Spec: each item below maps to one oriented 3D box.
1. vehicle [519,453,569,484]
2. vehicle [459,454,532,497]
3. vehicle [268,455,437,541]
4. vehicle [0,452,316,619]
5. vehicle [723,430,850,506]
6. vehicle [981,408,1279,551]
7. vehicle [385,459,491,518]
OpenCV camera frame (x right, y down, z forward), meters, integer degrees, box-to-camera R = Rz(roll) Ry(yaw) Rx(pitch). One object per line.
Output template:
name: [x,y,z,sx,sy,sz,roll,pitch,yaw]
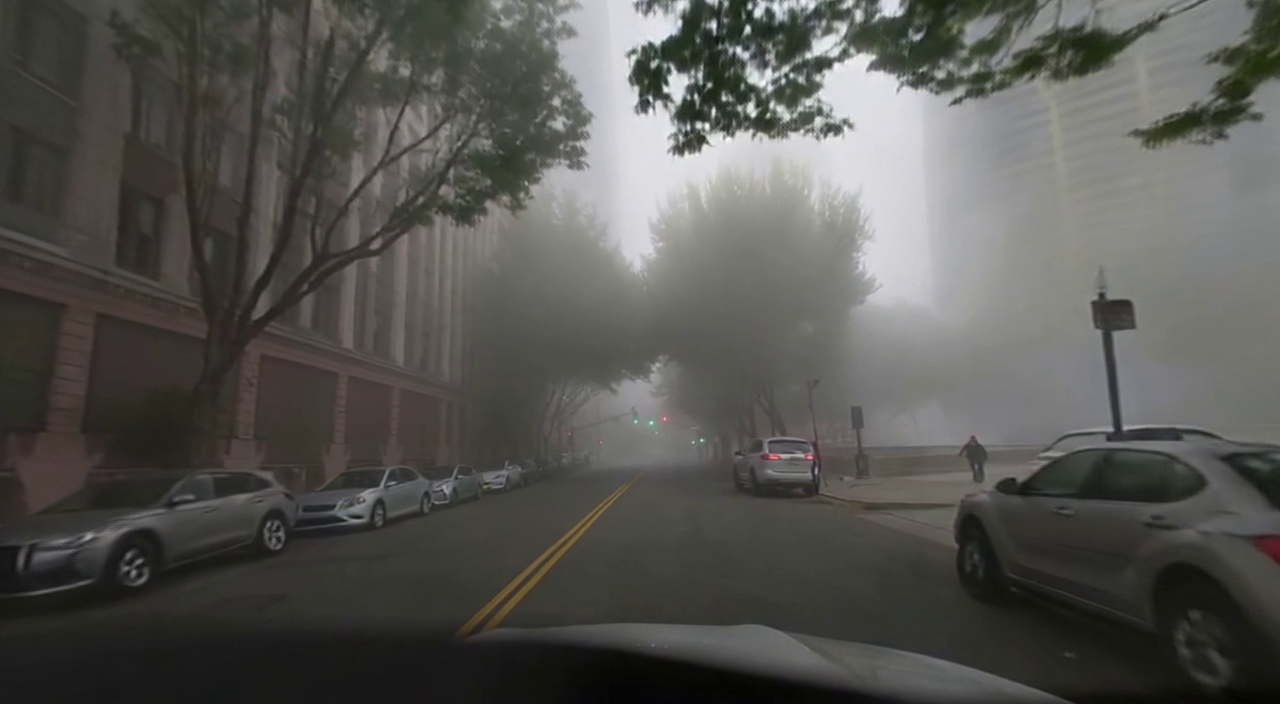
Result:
vehicle: [-5.605,6.857,37.325,2.270,1.539,4.855,-2,-8,-1]
vehicle: [-6.065,5.215,26.989,2.110,1.498,4.555,-2,-8,-1]
vehicle: [-6.595,3.351,15.193,1.944,1.574,4.717,-2,-8,-1]
vehicle: [-6.795,2.270,8.826,2.123,1.596,4.659,-2,-8,-1]
vehicle: [4.435,3.640,20.460,2.568,2.001,5.999,-2,-8,-1]
vehicle: [8.394,1.886,9.755,4.772,1.876,2.400,-1,-8,1]
vehicle: [-6.354,4.326,20.516,1.889,1.451,5.013,-2,-8,-1]
